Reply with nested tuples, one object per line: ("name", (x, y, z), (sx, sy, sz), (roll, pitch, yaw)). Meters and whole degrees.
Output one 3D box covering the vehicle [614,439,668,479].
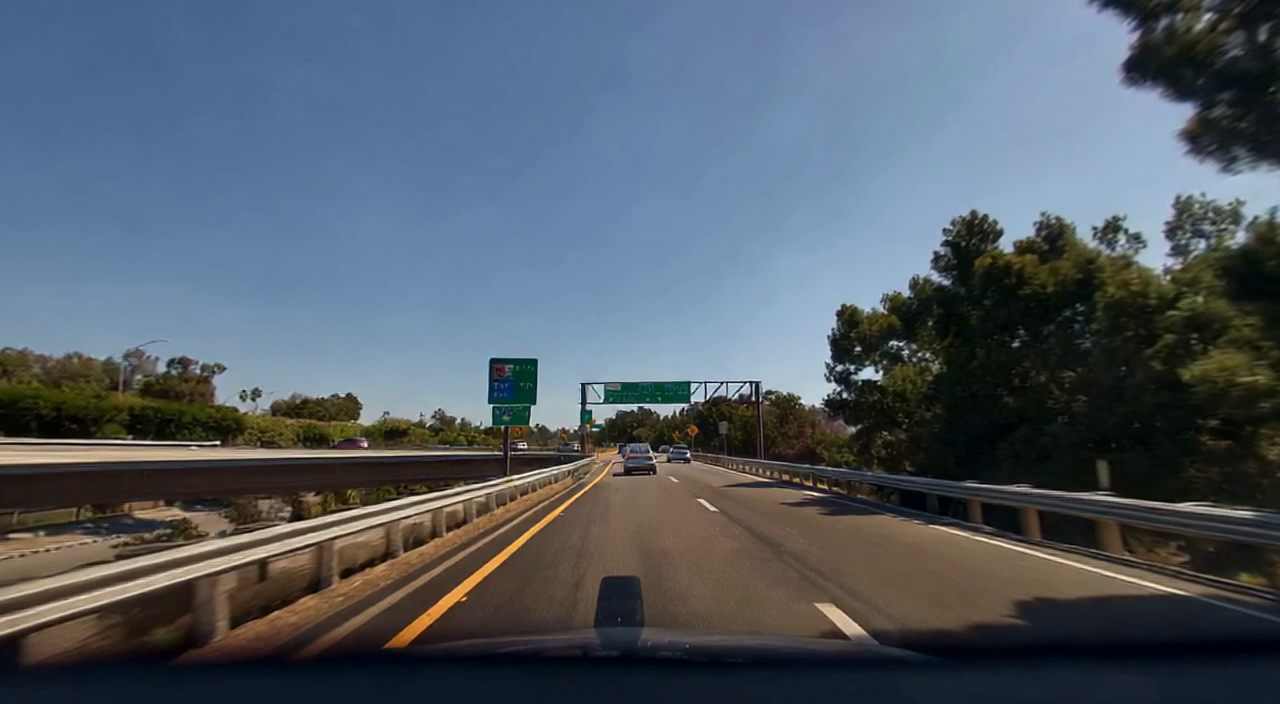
("vehicle", (0.021, 4.281, 25.262), (2.006, 1.486, 3.950), (0, -9, 0))
